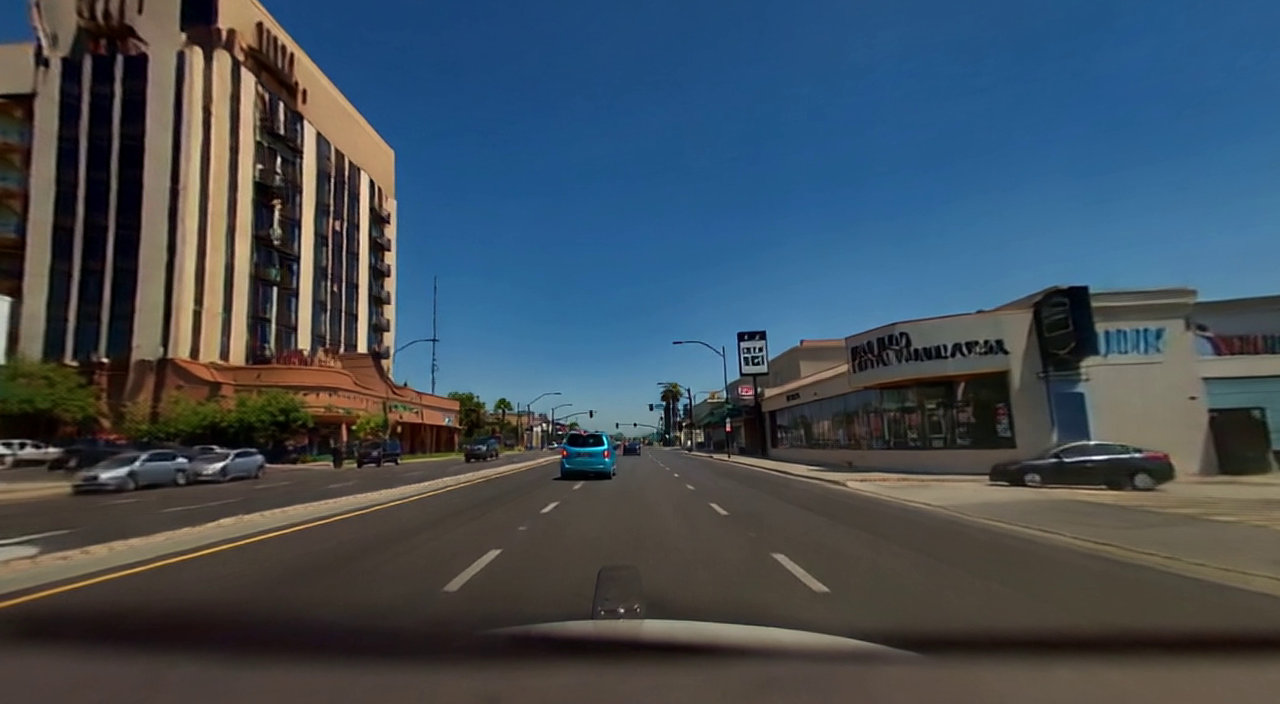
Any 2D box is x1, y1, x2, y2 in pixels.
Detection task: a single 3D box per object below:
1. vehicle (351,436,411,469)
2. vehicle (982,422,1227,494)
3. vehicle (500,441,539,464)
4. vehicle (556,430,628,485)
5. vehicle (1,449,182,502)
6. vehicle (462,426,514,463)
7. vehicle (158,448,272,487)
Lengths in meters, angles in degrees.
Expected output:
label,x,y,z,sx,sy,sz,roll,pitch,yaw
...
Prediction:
label,x,y,z,sx,sy,sz,roll,pitch,yaw
vehicle,-17.954,6.955,43.863,2.112,2.138,4.888,0,-8,0
vehicle,14.812,3.413,20.638,2.589,1.989,5.779,4,-9,-26
vehicle,-8.301,6.966,43.789,1.899,1.495,4.093,0,-8,0
vehicle,-1.556,3.628,21.898,2.080,1.722,3.766,0,-8,2
vehicle,-17.806,3.985,20.808,1.852,1.481,4.660,0,-8,-1
vehicle,-11.755,7.236,49.101,2.556,2.673,5.915,0,-8,0
vehicle,-17.797,4.821,26.649,1.840,1.508,4.376,0,-8,-1
